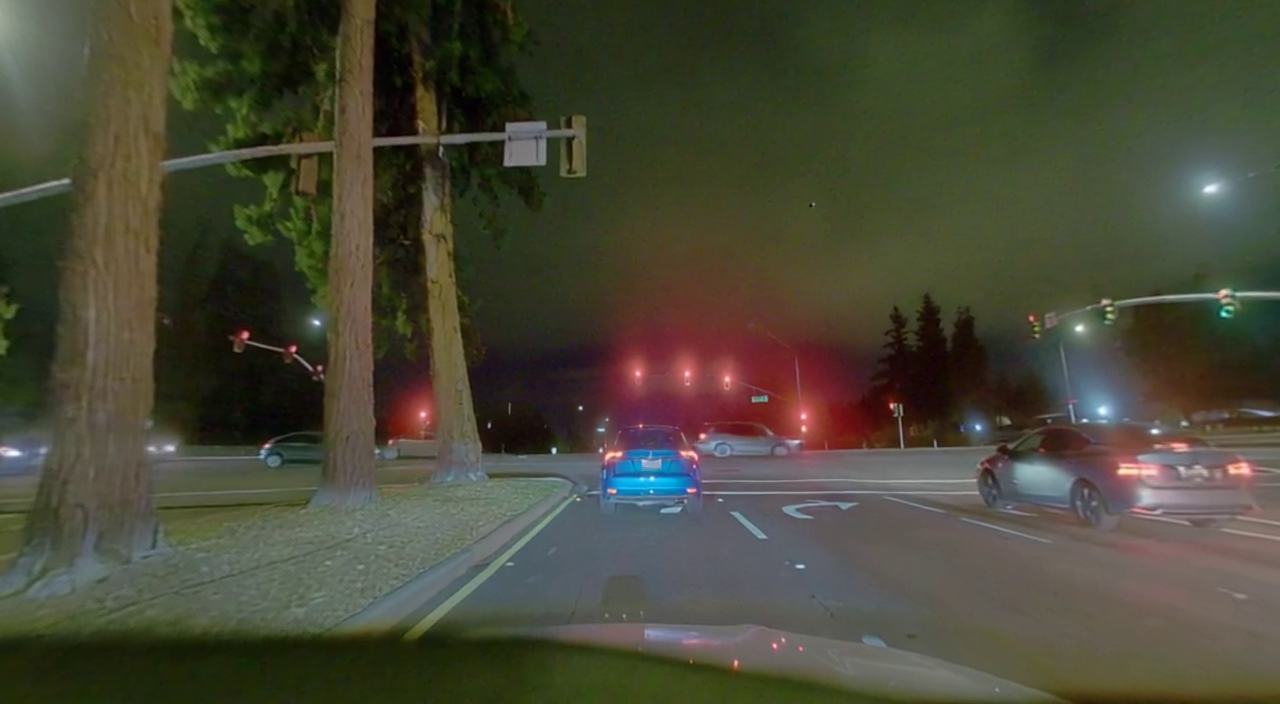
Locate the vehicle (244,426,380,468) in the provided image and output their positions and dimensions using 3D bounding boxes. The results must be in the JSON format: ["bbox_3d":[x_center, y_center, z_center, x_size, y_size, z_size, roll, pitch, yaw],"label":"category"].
[{"bbox_3d":[-14.495,4.222,28.107,4.921,1.757,2.036,-1,-8,2],"label":"vehicle"}]

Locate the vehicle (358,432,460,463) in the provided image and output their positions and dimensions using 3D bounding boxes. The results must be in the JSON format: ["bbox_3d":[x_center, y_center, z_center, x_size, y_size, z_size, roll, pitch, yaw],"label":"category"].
[{"bbox_3d":[-11.545,4.791,31.692,4.399,1.445,1.769,-1,-8,2],"label":"vehicle"}]

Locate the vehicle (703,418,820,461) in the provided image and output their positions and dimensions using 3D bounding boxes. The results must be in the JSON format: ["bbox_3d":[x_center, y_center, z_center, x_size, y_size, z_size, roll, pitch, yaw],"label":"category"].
[{"bbox_3d":[5.323,3.890,28.128,4.786,1.803,1.967,0,-8,0],"label":"vehicle"}]

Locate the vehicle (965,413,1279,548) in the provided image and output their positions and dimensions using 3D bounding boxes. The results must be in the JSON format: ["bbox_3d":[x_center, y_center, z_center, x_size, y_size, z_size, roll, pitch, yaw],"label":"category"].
[{"bbox_3d":[7.142,1.845,9.731,1.901,1.577,4.348,0,-8,0],"label":"vehicle"}]

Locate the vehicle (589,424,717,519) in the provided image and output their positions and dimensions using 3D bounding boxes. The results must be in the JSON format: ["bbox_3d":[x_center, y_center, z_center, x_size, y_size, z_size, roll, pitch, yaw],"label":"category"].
[{"bbox_3d":[0.167,2.195,12.033,2.041,1.485,3.813,0,-8,-1],"label":"vehicle"}]

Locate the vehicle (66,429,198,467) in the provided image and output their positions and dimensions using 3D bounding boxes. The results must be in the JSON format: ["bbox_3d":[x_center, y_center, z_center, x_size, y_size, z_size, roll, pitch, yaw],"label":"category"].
[{"bbox_3d":[-25.332,4.814,31.586,4.833,1.784,2.027,0,-8,0],"label":"vehicle"}]
